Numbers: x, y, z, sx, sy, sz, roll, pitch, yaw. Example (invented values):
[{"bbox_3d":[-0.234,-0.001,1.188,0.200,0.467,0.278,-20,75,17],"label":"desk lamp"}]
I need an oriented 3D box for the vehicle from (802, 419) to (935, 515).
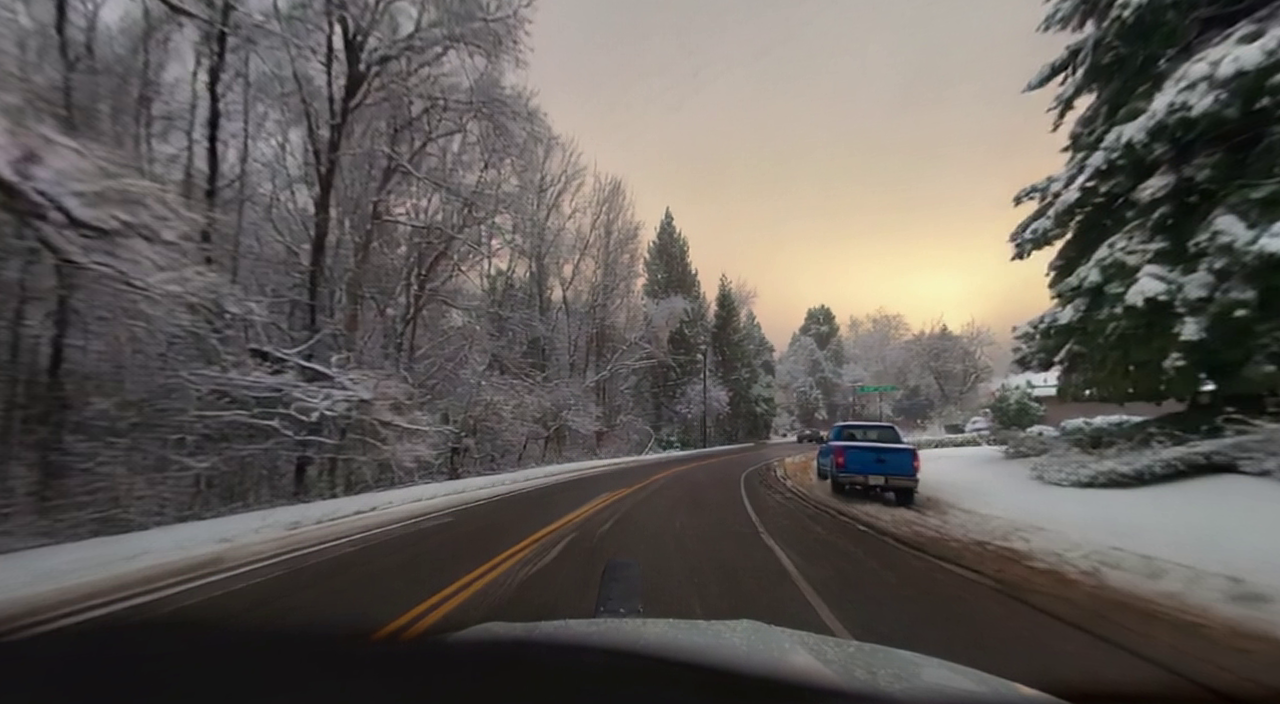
[{"bbox_3d":[4.988,2.516,14.419,1.992,1.817,4.467,0,-8,9],"label":"vehicle"}]
